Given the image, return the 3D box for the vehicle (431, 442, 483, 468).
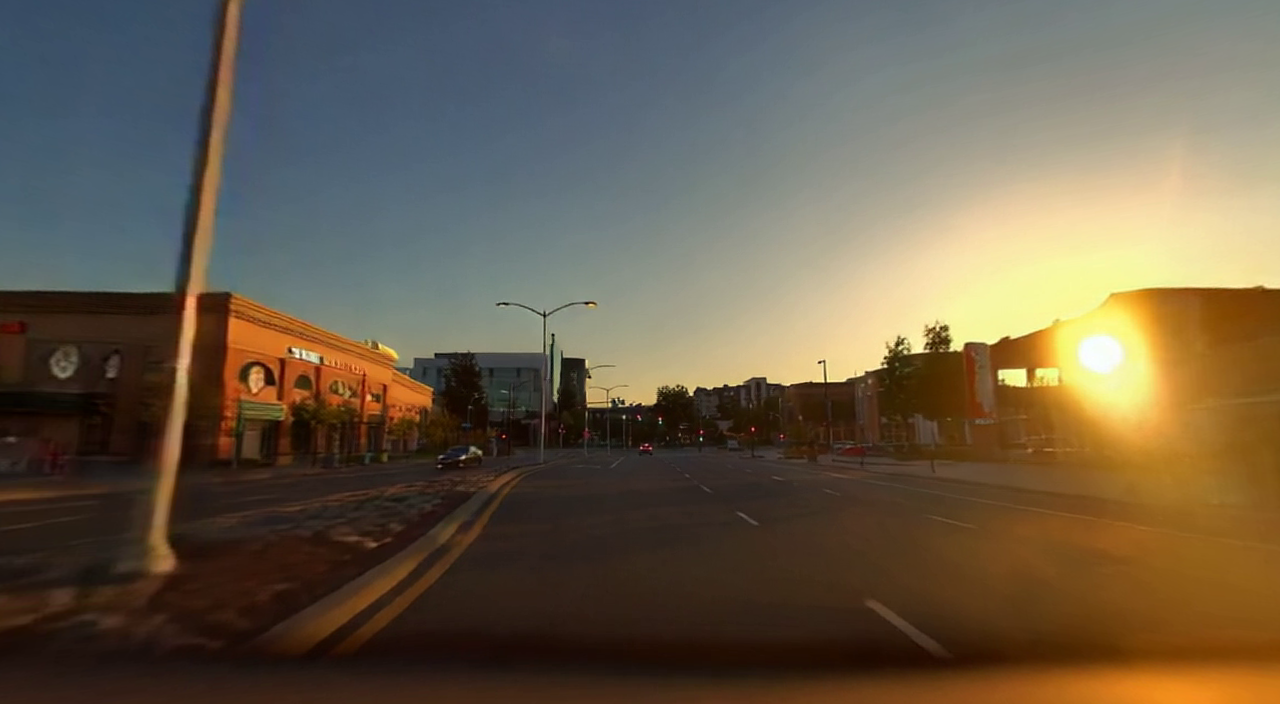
[{"bbox_3d":[-11.245,6.361,39.058,1.929,1.476,4.590,0,-9,-1],"label":"vehicle"}]
